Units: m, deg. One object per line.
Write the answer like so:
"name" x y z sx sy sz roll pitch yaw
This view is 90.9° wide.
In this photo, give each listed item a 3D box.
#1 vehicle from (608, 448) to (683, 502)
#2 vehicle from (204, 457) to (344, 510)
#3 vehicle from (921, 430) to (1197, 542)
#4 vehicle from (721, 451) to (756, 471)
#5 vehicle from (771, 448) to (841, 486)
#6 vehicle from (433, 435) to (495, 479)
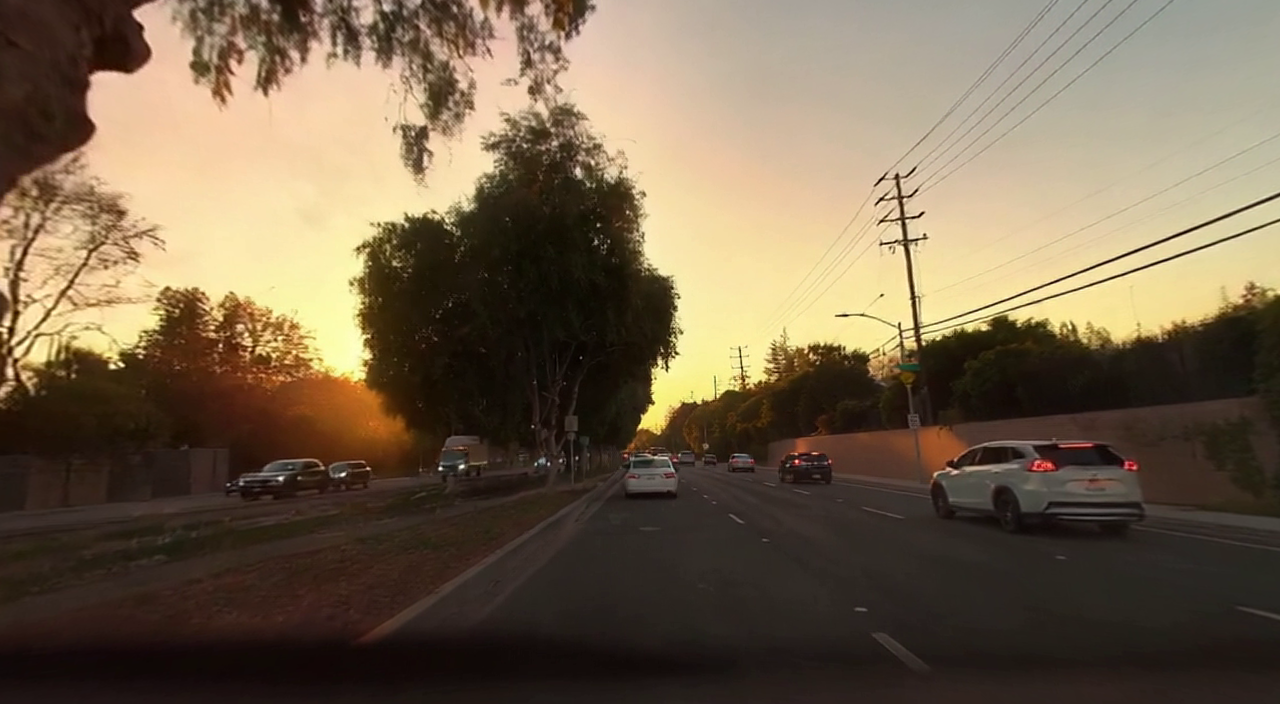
"vehicle" 0.177 3.772 19.847 2.108 1.479 3.935 0 -8 1
"vehicle" -12.122 4.359 21.338 1.942 1.481 4.621 0 -8 0
"vehicle" 7.329 2.350 11.800 1.983 1.649 4.557 0 -8 0
"vehicle" 7.756 8.568 49.950 1.899 1.458 4.499 0 -8 -1
"vehicle" 7.294 5.057 28.141 1.850 1.480 4.474 0 -8 -1
"vehicle" -11.992 7.197 43.550 2.276 2.762 6.504 0 -8 1
